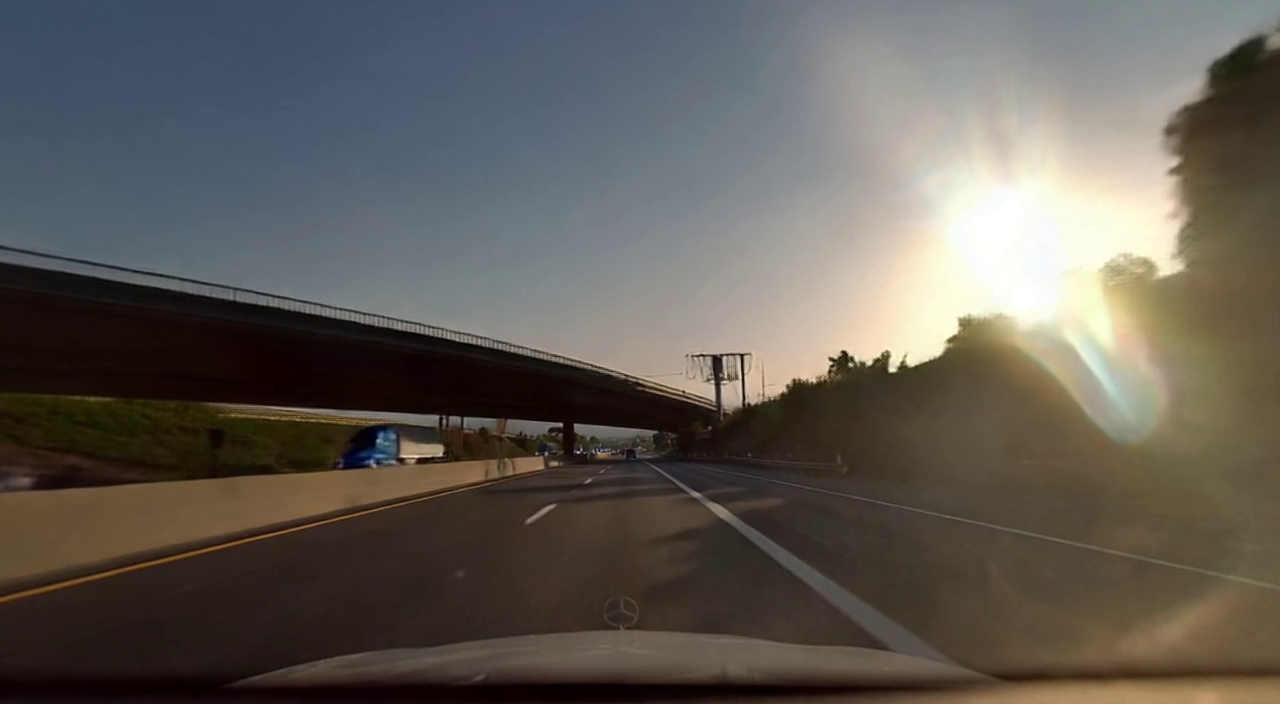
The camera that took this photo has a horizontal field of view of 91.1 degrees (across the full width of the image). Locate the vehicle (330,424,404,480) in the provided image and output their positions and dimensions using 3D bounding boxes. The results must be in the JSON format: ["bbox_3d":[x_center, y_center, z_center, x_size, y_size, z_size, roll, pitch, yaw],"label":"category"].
[{"bbox_3d":[-20.543,7.543,47.726,2.942,3.931,5.873,-1,-9,0],"label":"vehicle"}]
